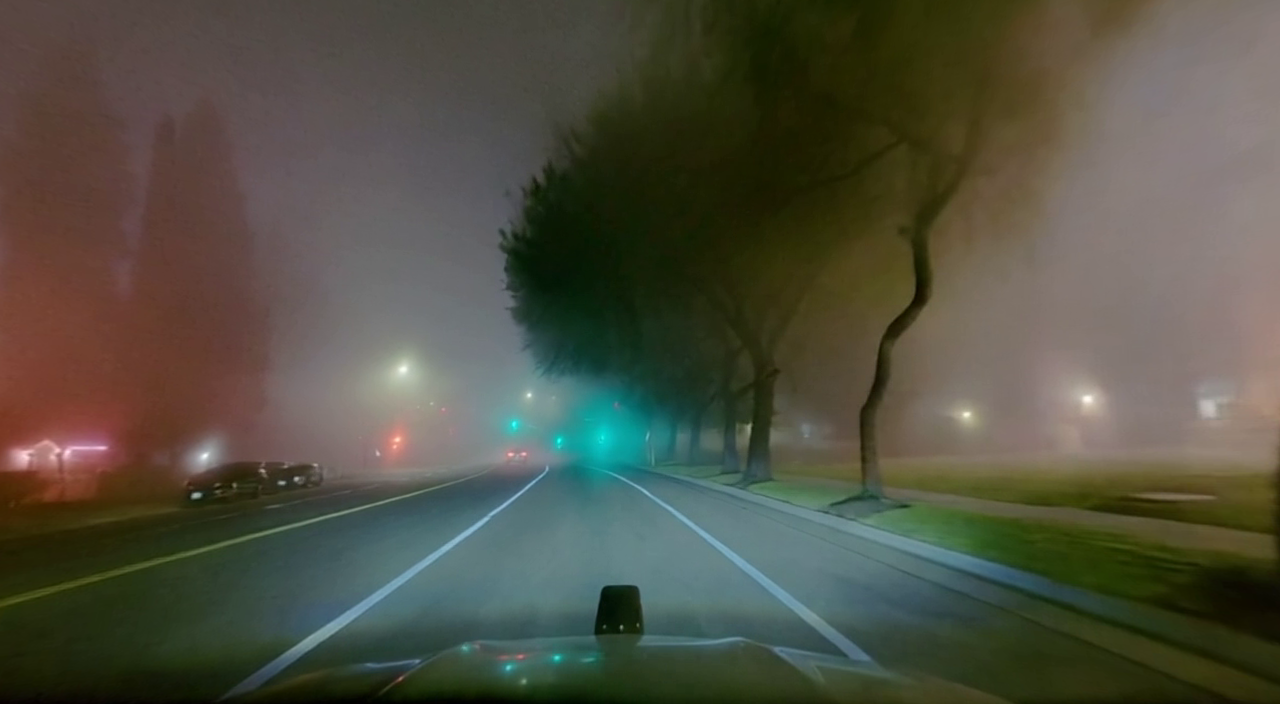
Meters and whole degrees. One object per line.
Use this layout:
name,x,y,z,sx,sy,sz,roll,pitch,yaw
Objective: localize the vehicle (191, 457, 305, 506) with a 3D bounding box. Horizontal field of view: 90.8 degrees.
vehicle,-16.717,5.511,27.354,2.029,1.726,5.366,-4,-9,-6
